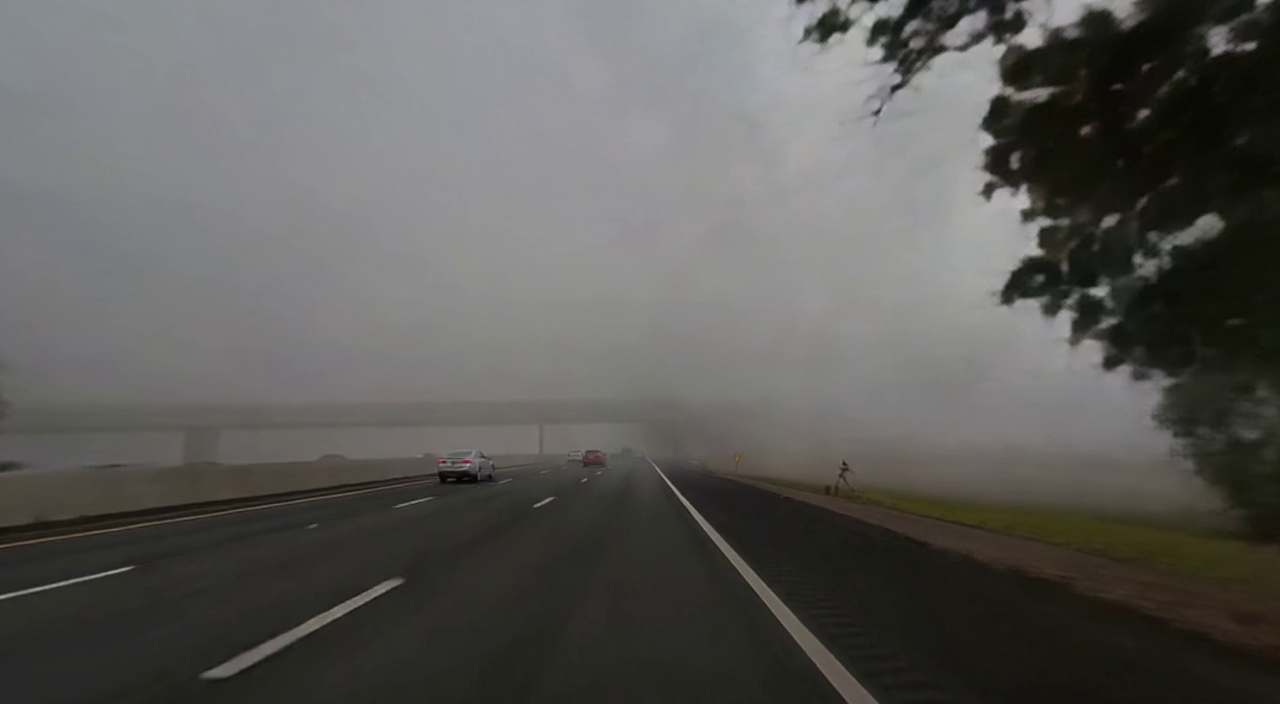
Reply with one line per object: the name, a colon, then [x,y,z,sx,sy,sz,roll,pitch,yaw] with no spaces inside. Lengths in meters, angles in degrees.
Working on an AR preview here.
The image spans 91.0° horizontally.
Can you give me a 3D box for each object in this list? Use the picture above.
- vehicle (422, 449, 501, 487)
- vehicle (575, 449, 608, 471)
vehicle: [-7.537,4.926,27.120,2.002,1.507,4.631,0,-9,1]
vehicle: [-3.580,8.064,47.152,2.102,1.571,4.666,0,-9,0]
